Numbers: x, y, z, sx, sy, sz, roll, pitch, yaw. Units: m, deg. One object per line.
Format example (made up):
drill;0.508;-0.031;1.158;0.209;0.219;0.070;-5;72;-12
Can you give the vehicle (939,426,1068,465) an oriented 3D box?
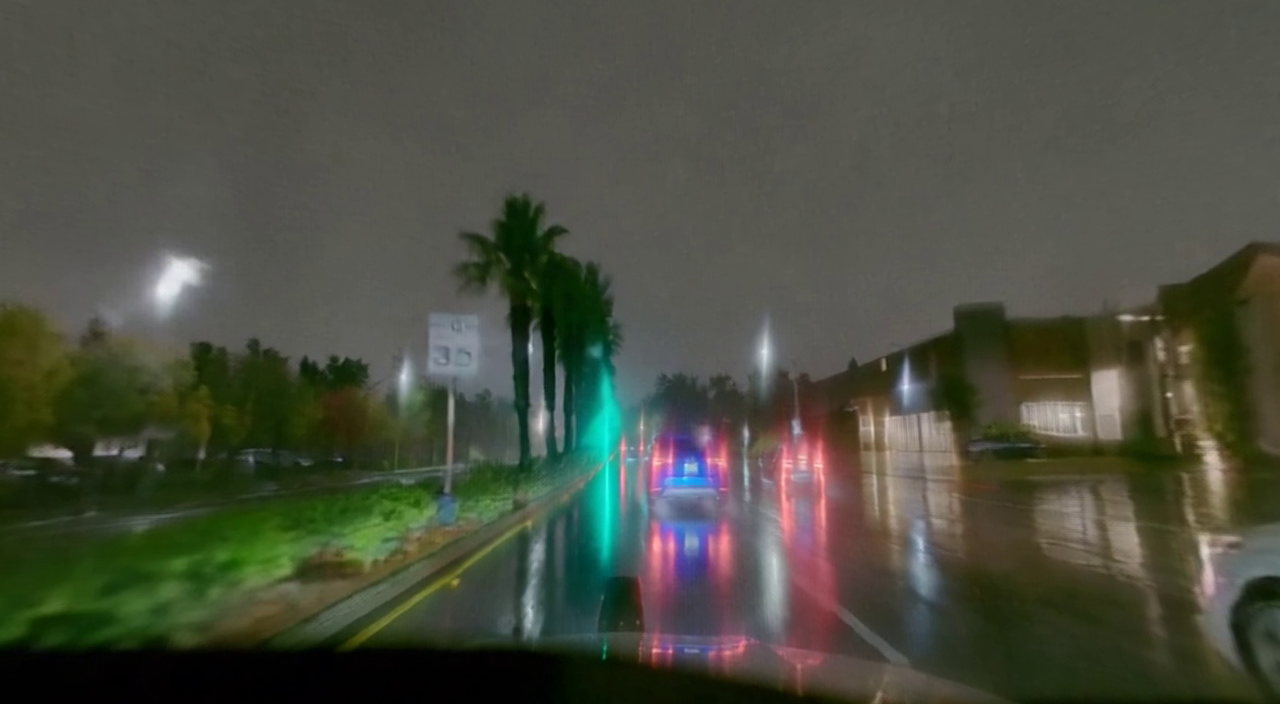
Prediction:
vehicle;20.468;5.305;35.778;5.820;1.968;2.301;-1;-9;-3

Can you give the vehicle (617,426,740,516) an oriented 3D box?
vehicle;0.662;2.578;14.241;2.239;1.693;4.301;0;-8;-3

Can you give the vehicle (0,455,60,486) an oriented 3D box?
vehicle;-39.846;7.450;39.869;1.979;1.822;4.659;0;-8;1

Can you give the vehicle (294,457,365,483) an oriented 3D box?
vehicle;-19.496;7.402;39.892;1.848;1.460;4.641;-1;-8;4

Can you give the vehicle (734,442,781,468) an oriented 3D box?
vehicle;6.981;6.151;37.934;1.930;1.457;4.267;0;-8;-1

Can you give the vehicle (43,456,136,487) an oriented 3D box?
vehicle;-34.240;7.442;39.463;1.926;1.722;4.264;0;-8;0

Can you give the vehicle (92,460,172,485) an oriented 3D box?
vehicle;-31.425;7.441;39.222;1.765;1.417;3.827;0;-8;0
